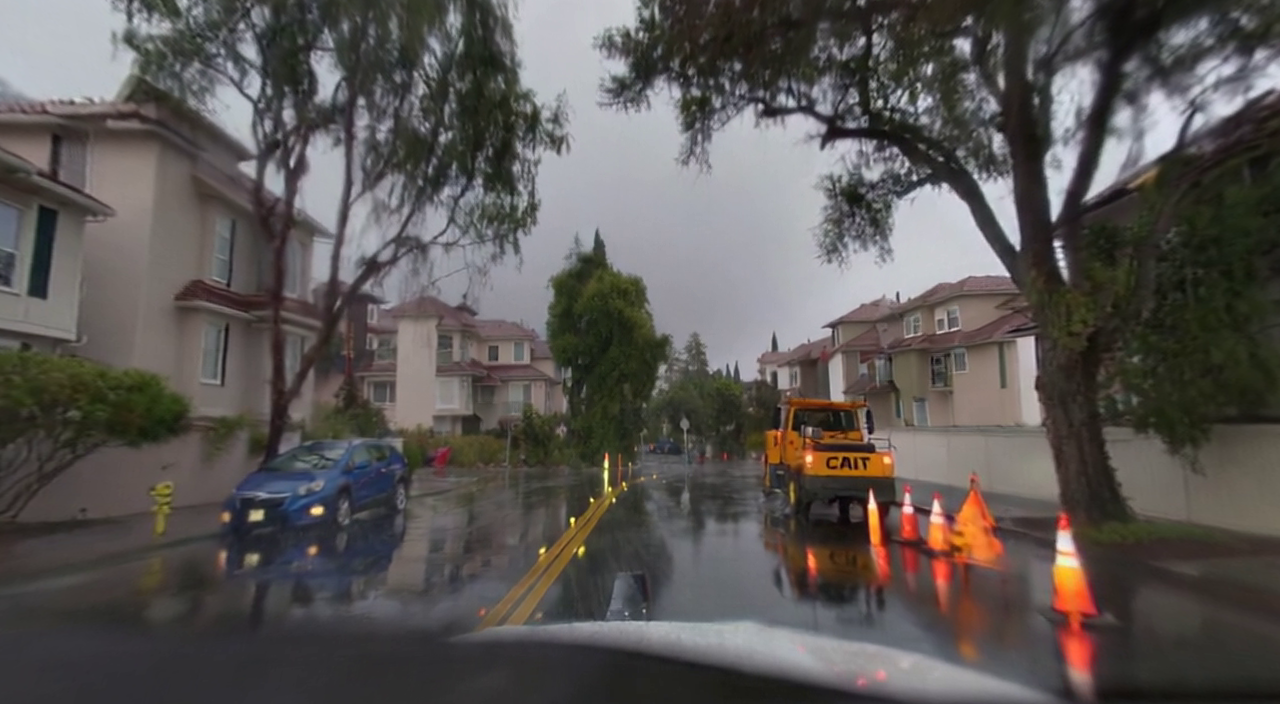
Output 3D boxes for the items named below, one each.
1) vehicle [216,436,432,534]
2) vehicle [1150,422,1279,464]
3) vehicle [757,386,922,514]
[{"bbox_3d":[-6.604,2.766,14.002,2.220,1.765,4.799,0,-8,1],"label":"vehicle"},{"bbox_3d":[24.459,3.785,26.289,4.540,1.558,1.980,-2,-8,1],"label":"vehicle"},{"bbox_3d":[4.442,2.276,14.812,2.501,2.613,3.505,1,-9,-3],"label":"vehicle"}]
